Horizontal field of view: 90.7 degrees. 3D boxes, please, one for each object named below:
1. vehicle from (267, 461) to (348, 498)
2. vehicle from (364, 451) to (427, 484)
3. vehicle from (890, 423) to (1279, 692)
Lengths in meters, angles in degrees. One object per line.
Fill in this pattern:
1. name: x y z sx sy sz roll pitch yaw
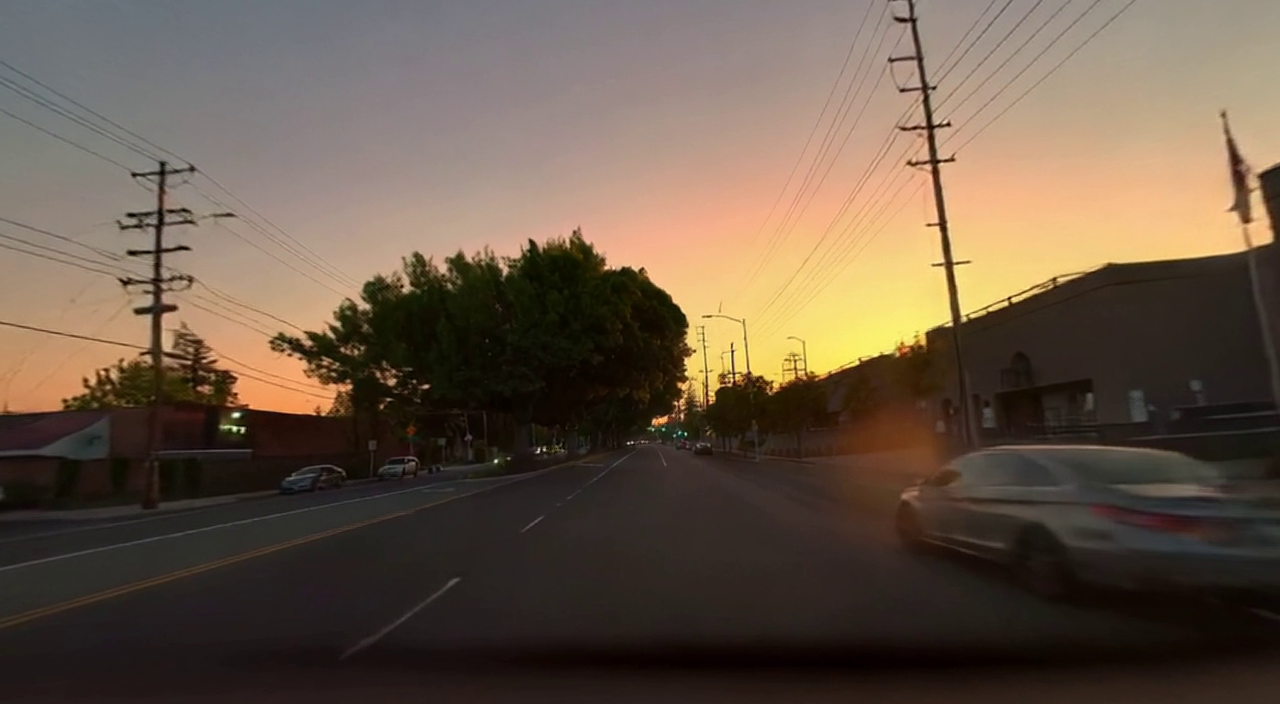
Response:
1. vehicle: -17.682 6.762 33.885 1.931 1.501 4.564 -6 -9 -1
2. vehicle: -17.674 8.305 46.085 2.228 1.969 5.694 -7 -9 0
3. vehicle: 4.190 1.439 5.727 2.002 1.459 4.357 -1 -8 -1
